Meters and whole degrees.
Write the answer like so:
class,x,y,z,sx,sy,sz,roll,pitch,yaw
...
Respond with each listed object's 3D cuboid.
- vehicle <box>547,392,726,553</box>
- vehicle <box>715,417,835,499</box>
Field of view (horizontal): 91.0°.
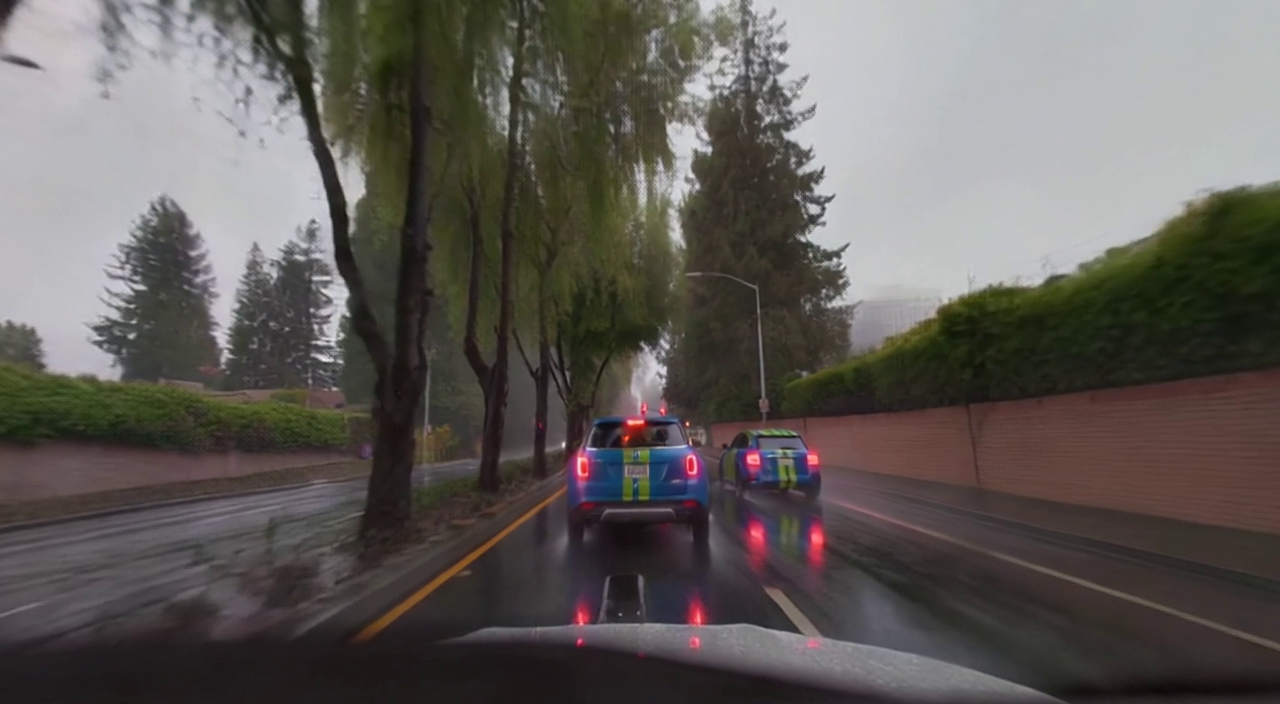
class,x,y,z,sx,sy,sz,roll,pitch,yaw
vehicle,-0.090,1.578,8.665,1.984,1.777,3.148,1,-8,-2
vehicle,3.074,2.526,15.292,1.840,1.709,4.202,1,-8,-2
